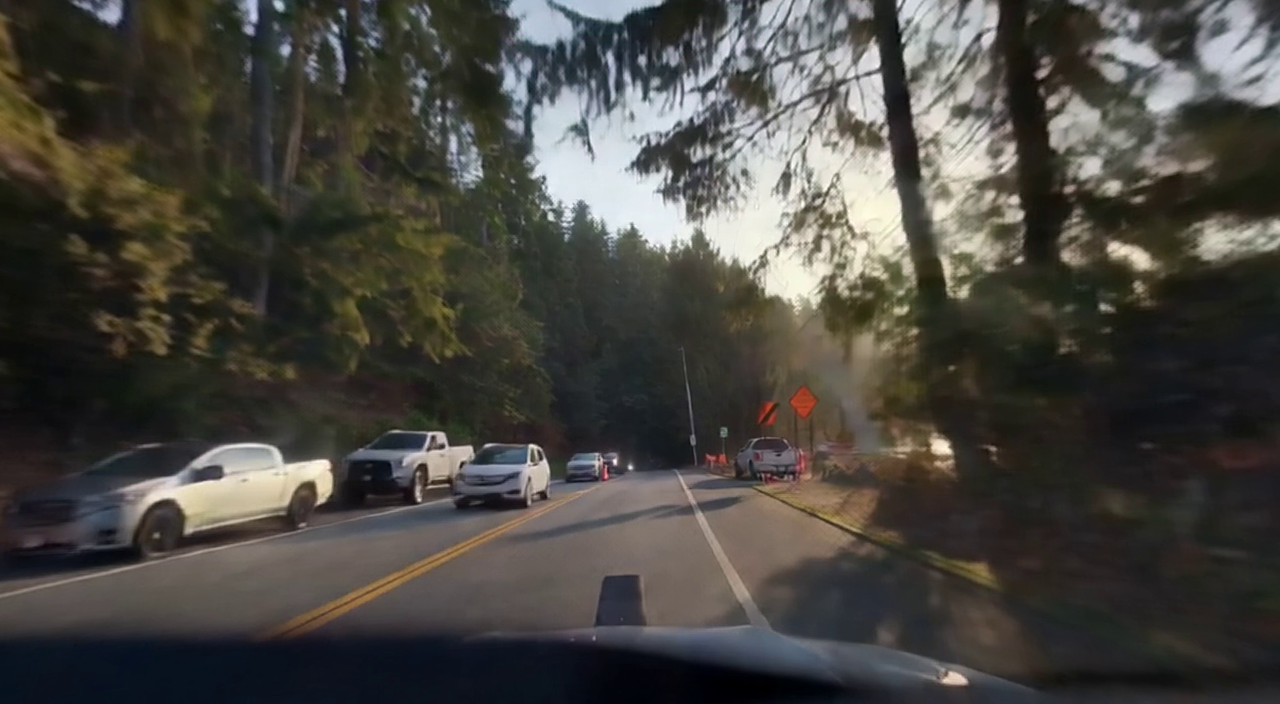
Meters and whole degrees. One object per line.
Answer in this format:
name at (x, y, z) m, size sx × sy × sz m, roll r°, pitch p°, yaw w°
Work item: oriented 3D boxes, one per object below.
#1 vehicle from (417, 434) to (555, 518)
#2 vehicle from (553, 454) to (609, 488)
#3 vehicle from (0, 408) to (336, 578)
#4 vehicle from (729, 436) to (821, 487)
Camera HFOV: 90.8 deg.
vehicle at (-3.716, 3.084, 16.339) m, size 2.177 × 1.803 × 4.690 m, roll 0°, pitch -8°, yaw 3°
vehicle at (-2.648, 5.478, 29.331) m, size 1.981 × 1.410 × 4.162 m, roll -1°, pitch -9°, yaw 4°
vehicle at (-7.635, 2.060, 10.315) m, size 2.266 × 1.944 × 5.854 m, roll 0°, pitch -8°, yaw 2°
vehicle at (5.964, 4.951, 29.052) m, size 2.845 × 2.053 × 6.457 m, roll 0°, pitch -8°, yaw 0°
